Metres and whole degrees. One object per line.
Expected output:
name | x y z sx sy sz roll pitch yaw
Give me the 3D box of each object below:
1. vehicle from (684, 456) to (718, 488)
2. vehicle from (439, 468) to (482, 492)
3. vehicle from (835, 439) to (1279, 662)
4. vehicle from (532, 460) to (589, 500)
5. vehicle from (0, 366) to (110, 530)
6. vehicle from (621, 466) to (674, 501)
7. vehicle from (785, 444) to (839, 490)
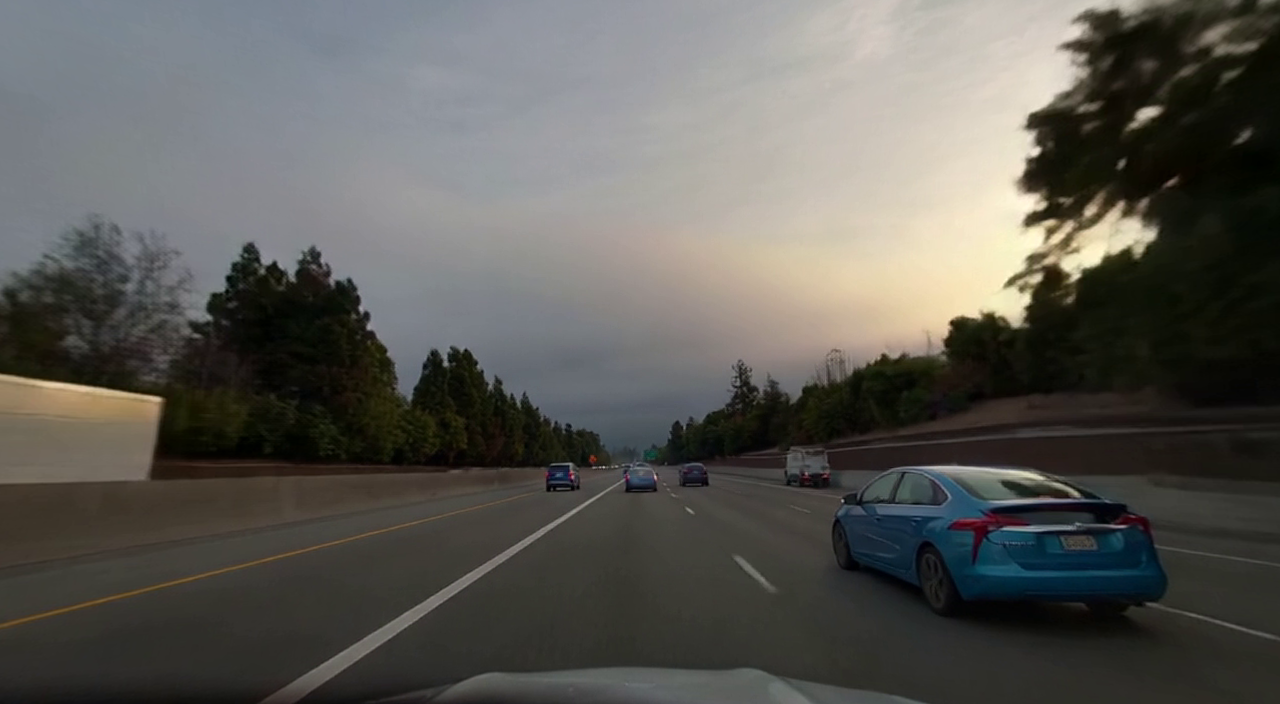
vehicle | 4.388 8.670 45.696 2.030 2.172 3.621 1 -10 -1
vehicle | -13.268 9.497 46.868 1.921 1.633 4.323 0 -10 0
vehicle | 3.606 1.766 6.477 1.938 1.561 3.786 1 -10 -1
vehicle | -3.654 5.981 29.624 2.021 1.706 4.247 0 -10 1
vehicle | -16.150 1.816 12.324 2.875 3.702 9.671 0 -10 1
vehicle | 0.356 5.944 28.692 2.241 1.425 3.973 0 -10 0
vehicle | 11.697 7.865 43.212 2.343 2.919 4.417 1 -10 -1
